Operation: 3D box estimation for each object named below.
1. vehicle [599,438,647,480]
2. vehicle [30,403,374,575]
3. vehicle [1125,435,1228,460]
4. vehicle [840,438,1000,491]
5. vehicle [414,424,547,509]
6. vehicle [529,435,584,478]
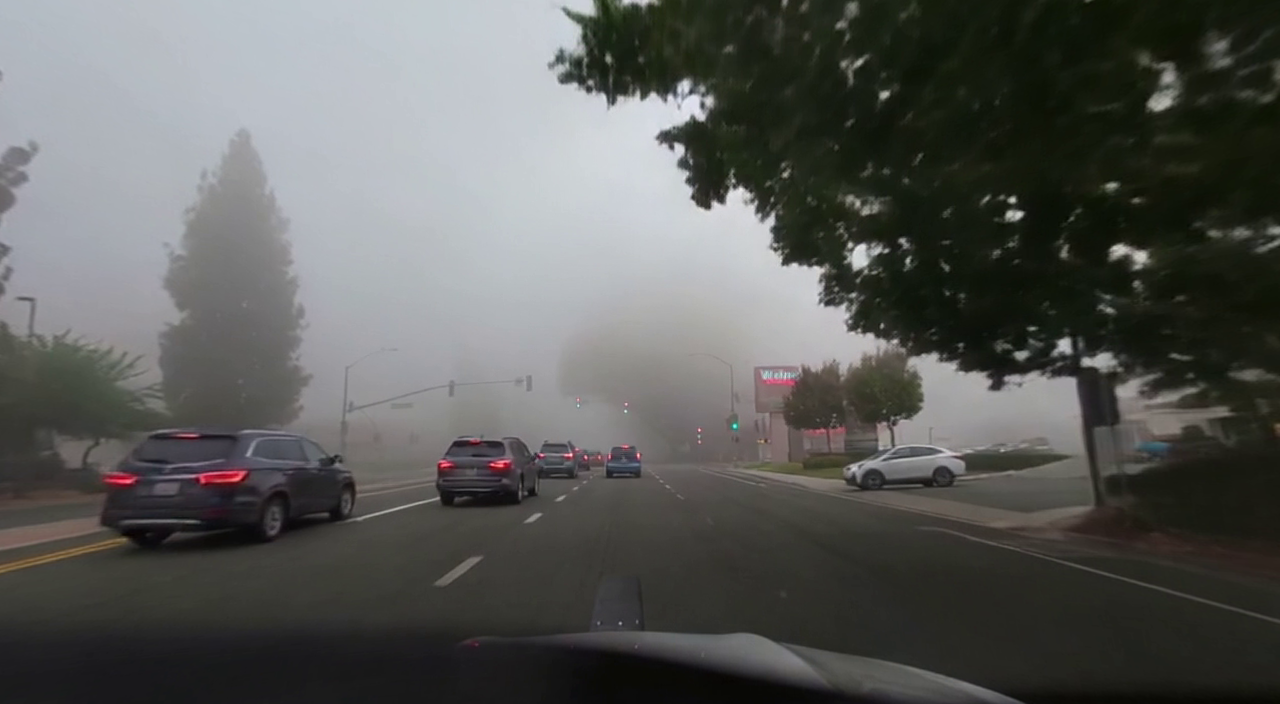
[{"bbox_3d":[-0.783,4.984,29.652,2.061,1.809,4.141,0,-9,-1],"label":"vehicle"},{"bbox_3d":[-5.682,1.813,9.194,2.093,1.803,4.668,1,-9,-7],"label":"vehicle"},{"bbox_3d":[32.215,5.750,38.044,4.438,1.423,1.897,0,-9,-1],"label":"vehicle"},{"bbox_3d":[9.780,3.908,22.229,4.734,1.726,2.039,1,-9,-11],"label":"vehicle"},{"bbox_3d":[-3.964,2.948,16.738,2.159,1.877,4.925,0,-9,1],"label":"vehicle"},{"bbox_3d":[-4.232,5.406,32.933,2.252,1.999,5.605,0,-8,-1],"label":"vehicle"}]
